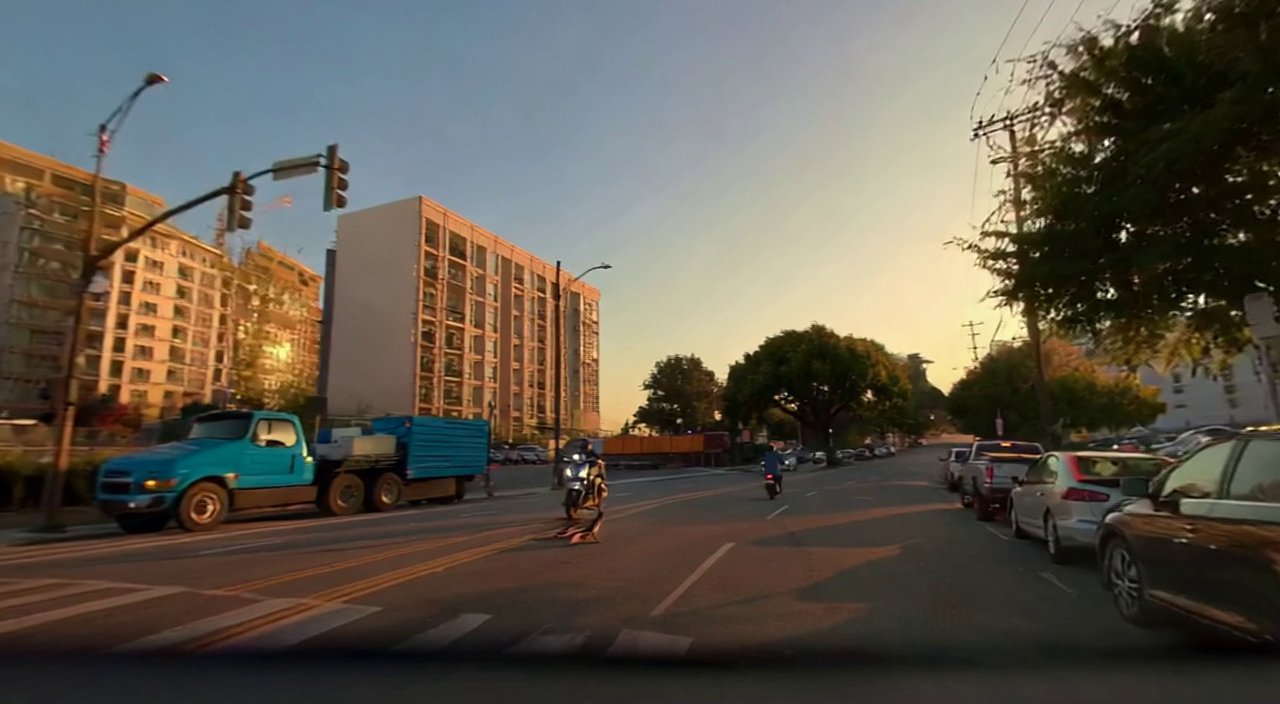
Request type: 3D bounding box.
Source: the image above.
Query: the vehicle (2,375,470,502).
[{"bbox_3d":[-13.679,3.685,25.654,3.442,3.445,16.952,-4,-10,22],"label":"vehicle"}]

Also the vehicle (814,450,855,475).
[{"bbox_3d":[13.613,7.693,44.074,1.925,1.602,4.090,-4,-10,27],"label":"vehicle"}]

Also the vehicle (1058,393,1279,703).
[{"bbox_3d":[4.267,1.121,3.410,2.077,1.685,4.493,-2,-9,17],"label":"vehicle"}]
